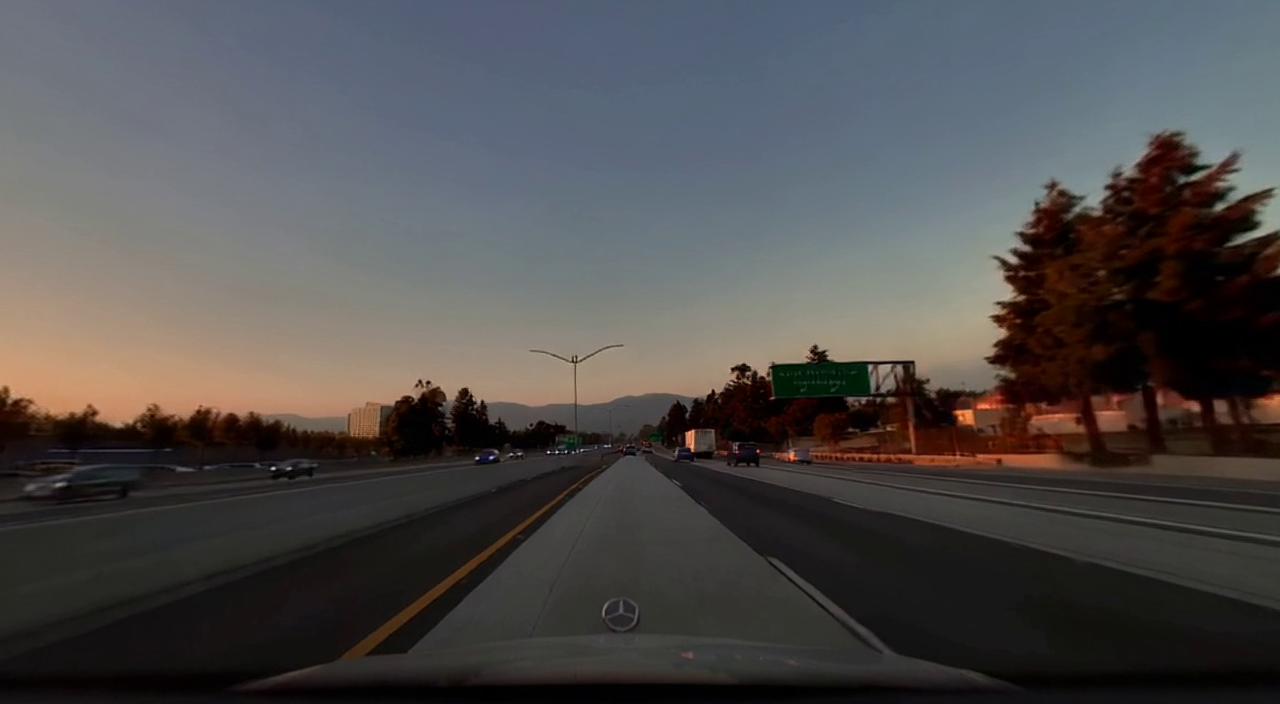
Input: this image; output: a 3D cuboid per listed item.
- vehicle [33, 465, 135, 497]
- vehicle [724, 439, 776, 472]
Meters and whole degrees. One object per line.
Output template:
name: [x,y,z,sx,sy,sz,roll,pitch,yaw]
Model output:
vehicle: [-31.377,7.257,35.855,1.922,1.562,4.270,0,-9,-1]
vehicle: [6.114,5.815,35.622,2.030,1.706,4.279,0,-9,-2]
